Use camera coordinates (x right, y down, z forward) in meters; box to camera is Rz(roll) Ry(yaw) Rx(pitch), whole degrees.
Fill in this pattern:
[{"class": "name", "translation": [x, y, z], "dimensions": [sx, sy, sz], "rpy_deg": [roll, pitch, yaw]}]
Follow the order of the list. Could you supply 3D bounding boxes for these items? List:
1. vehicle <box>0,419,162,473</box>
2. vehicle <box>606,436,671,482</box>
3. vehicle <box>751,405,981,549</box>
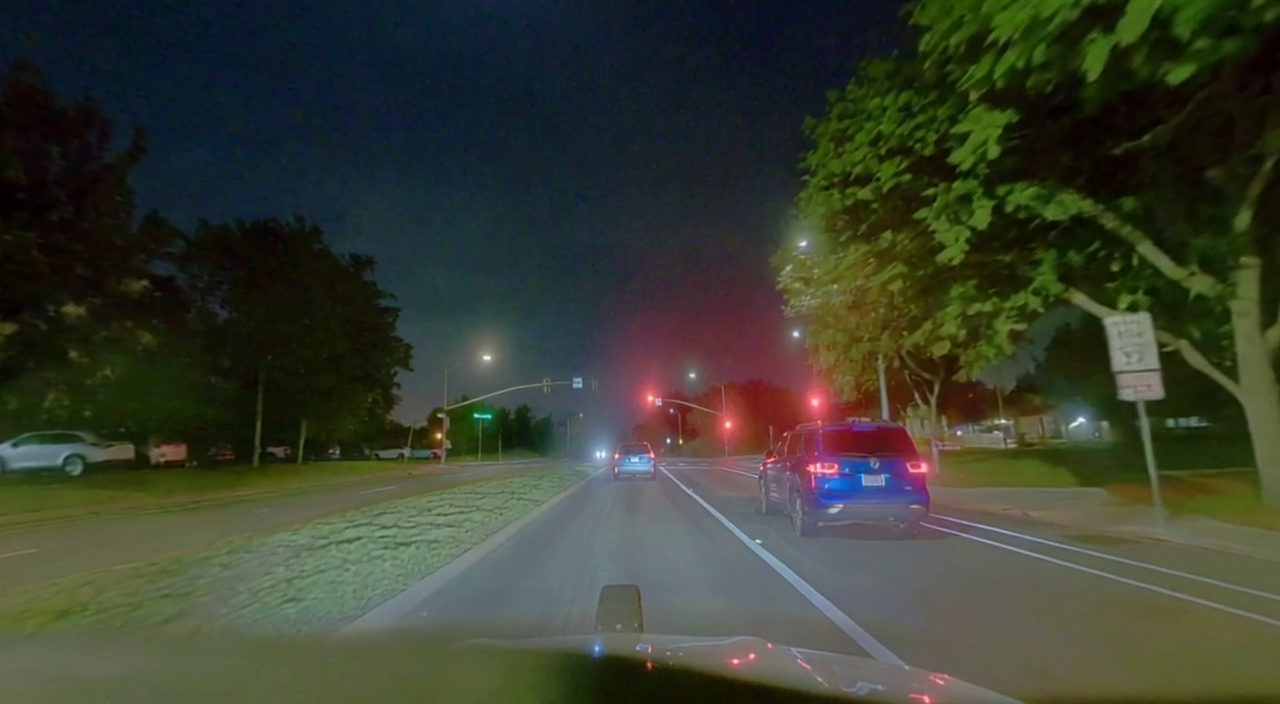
[{"class": "vehicle", "translation": [-23.896, 3.939, 26.230], "dimensions": [5.937, 1.952, 2.684], "rpy_deg": [-2, -9, 2]}, {"class": "vehicle", "translation": [-0.069, 3.954, 23.587], "dimensions": [2.177, 1.512, 4.682], "rpy_deg": [0, -9, 0]}, {"class": "vehicle", "translation": [3.190, 1.879, 10.074], "dimensions": [2.046, 1.768, 4.370], "rpy_deg": [0, -9, 0]}]
